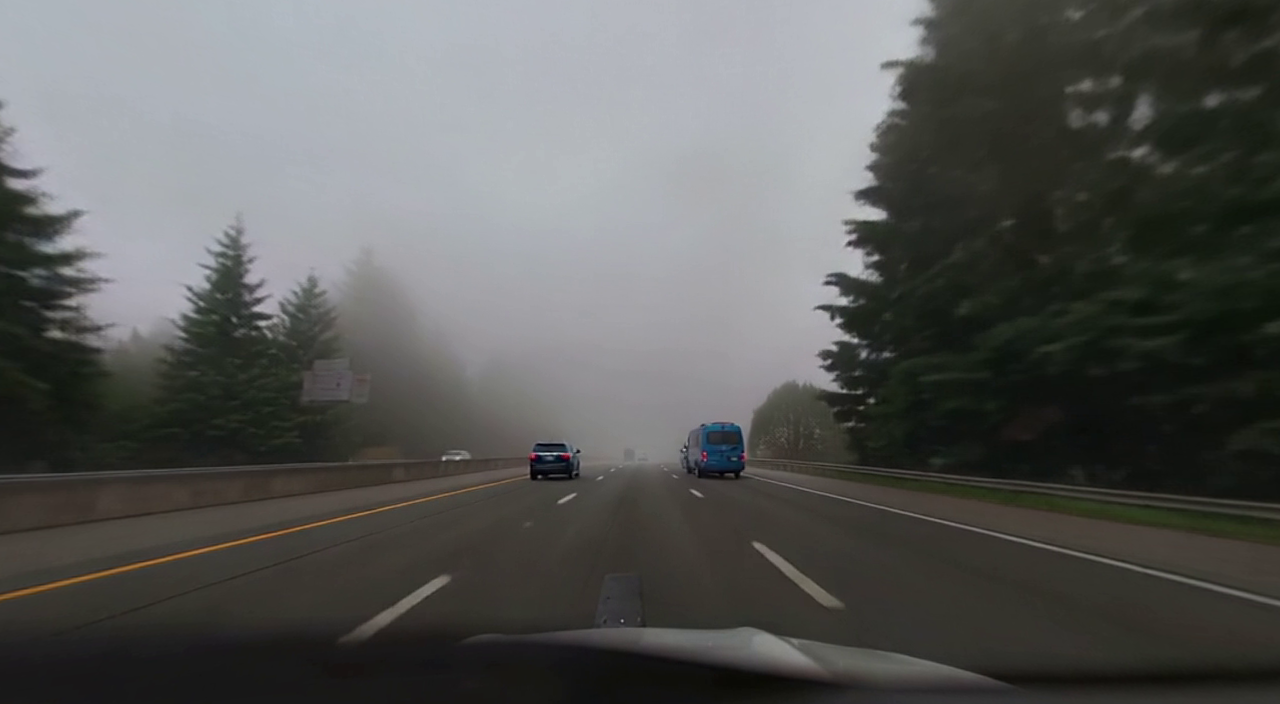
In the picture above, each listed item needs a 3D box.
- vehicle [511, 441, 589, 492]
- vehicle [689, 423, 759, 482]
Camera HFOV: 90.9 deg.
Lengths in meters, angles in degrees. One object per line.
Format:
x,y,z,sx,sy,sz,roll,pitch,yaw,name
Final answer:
-3.119,4.067,22.776,2.020,1.619,4.690,0,-9,1,vehicle
4.092,5.091,32.049,2.614,2.655,6.429,0,-9,0,vehicle
